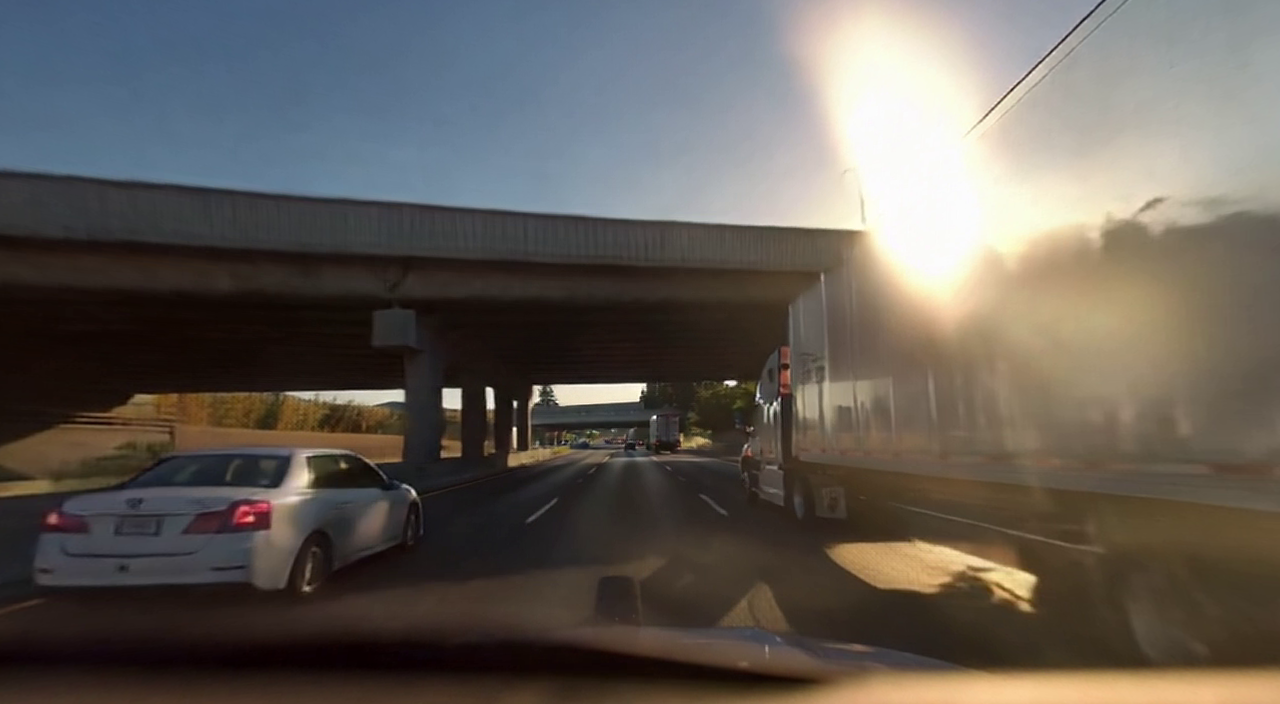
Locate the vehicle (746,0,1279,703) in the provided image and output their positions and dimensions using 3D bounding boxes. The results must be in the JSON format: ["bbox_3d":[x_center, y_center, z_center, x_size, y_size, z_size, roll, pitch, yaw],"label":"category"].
[{"bbox_3d":[4.265,0.392,7.861,2.976,4.064,14.619,0,-8,-1],"label":"vehicle"}]

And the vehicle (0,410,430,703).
[{"bbox_3d":[-3.487,1.365,5.392,1.990,1.520,4.100,0,-8,0],"label":"vehicle"}]
